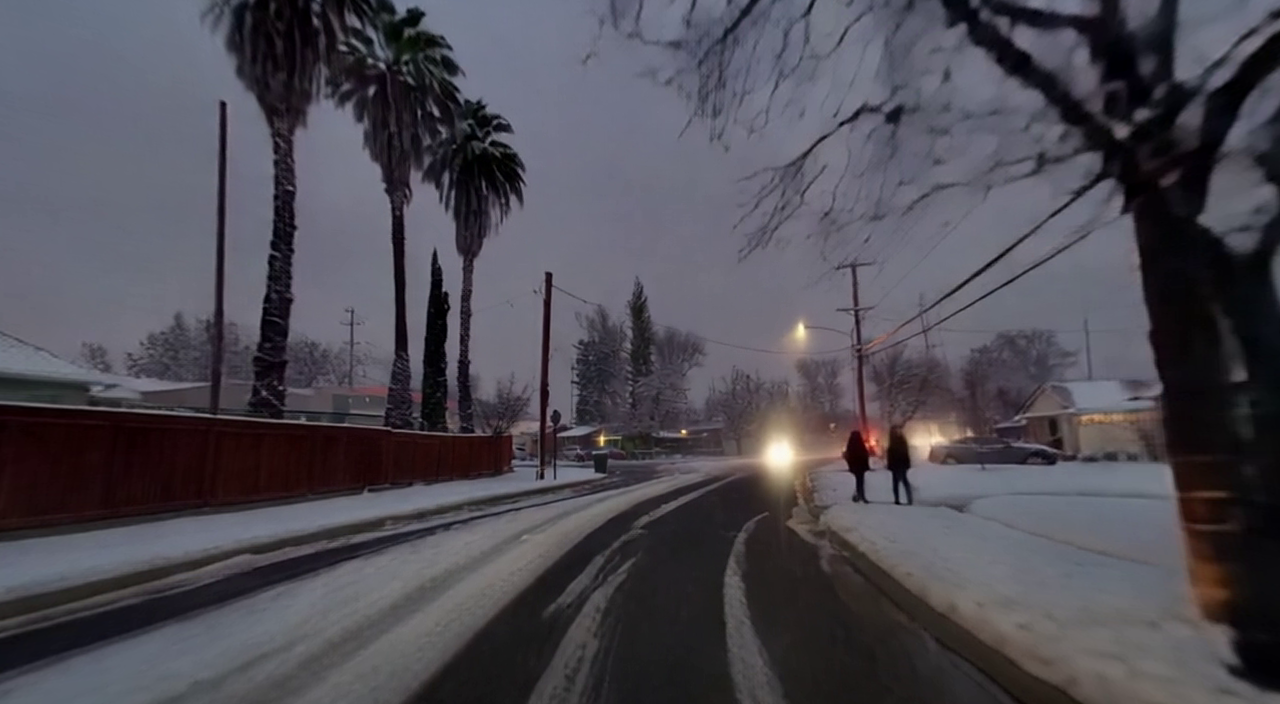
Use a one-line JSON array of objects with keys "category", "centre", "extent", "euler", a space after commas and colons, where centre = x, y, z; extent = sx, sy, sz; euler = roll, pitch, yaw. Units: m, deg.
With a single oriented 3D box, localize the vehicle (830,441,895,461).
[{"category": "vehicle", "centre": [17.100, 7.642, 48.510], "extent": [4.531, 1.447, 1.814], "euler": [-4, -11, 24]}]
